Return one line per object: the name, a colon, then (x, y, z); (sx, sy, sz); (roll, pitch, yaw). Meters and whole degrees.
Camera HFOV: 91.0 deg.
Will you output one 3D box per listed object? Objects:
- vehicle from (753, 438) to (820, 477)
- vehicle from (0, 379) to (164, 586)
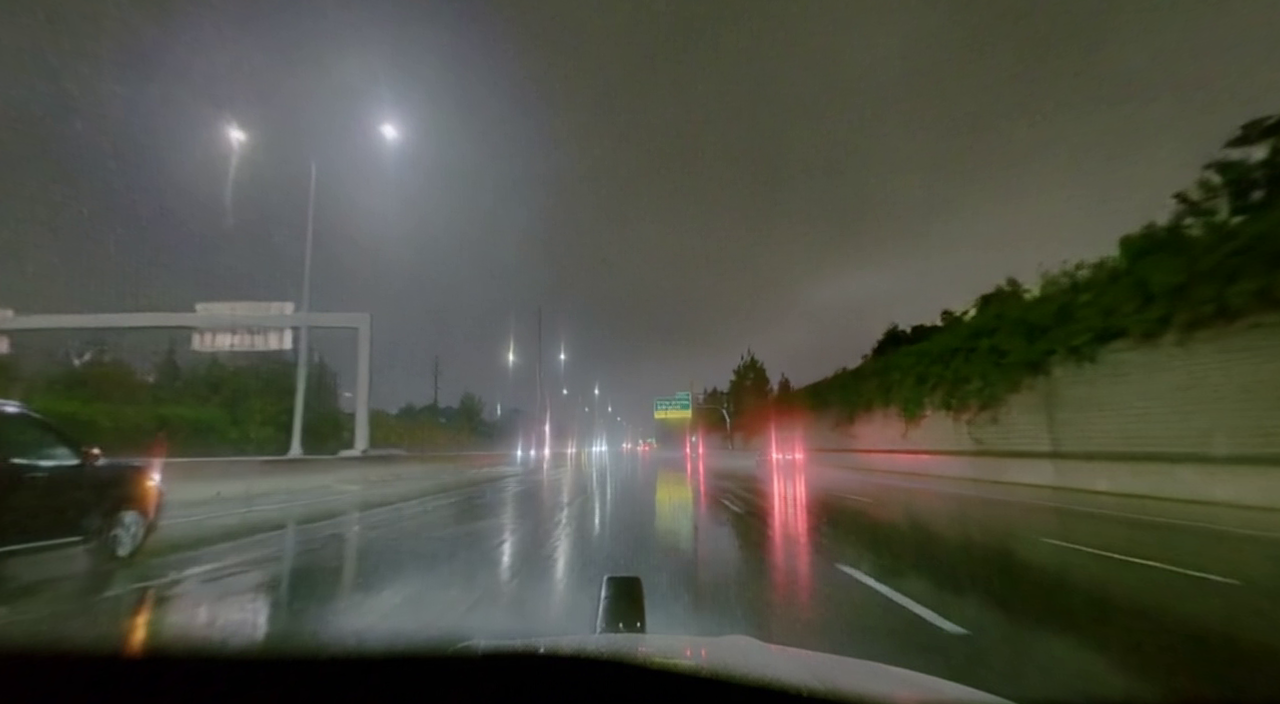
vehicle: (7.169, 5.200, 31.298); (2.167, 1.781, 4.340); (0, -9, -1)
vehicle: (-7.500, 1.194, 5.602); (2.431, 2.005, 5.166); (0, -9, 0)
